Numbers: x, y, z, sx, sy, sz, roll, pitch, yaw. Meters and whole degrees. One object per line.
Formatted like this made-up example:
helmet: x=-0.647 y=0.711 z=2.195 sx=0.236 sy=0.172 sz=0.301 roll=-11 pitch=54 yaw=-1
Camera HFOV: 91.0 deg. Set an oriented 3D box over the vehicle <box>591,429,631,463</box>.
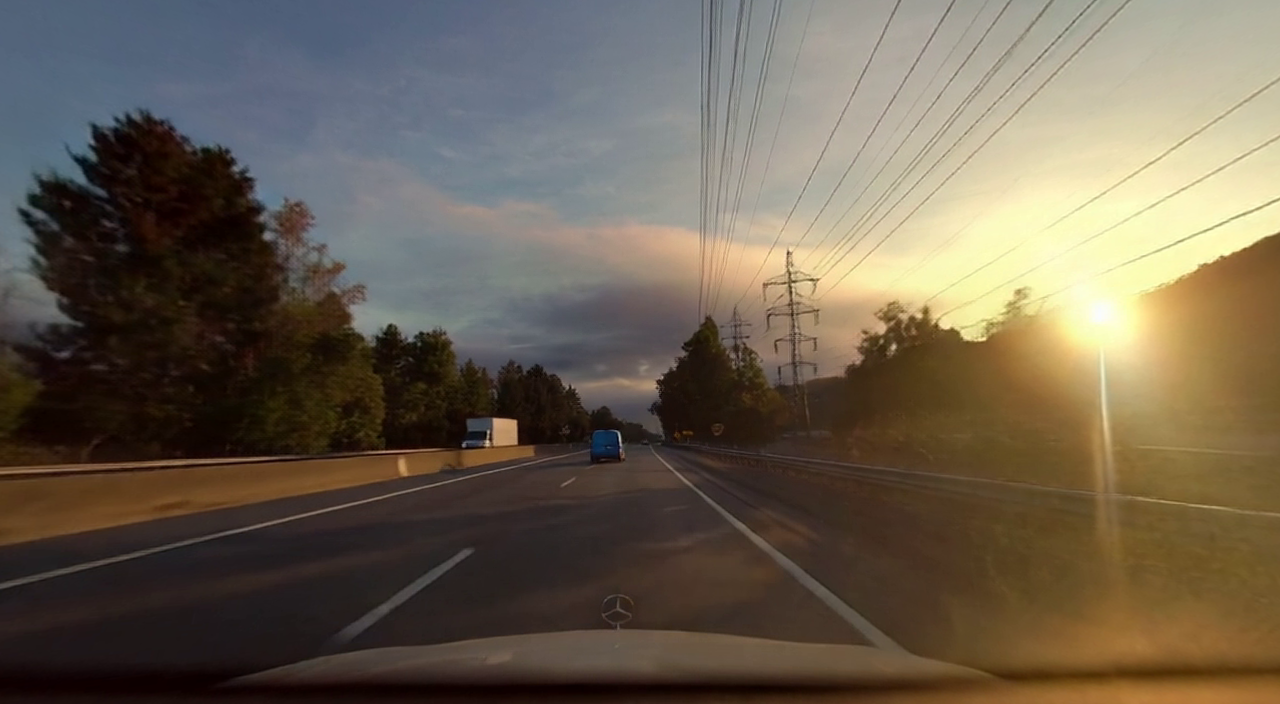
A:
vehicle: x=-1.647 y=5.478 z=36.868 sx=2.041 sy=1.856 sz=4.353 roll=0 pitch=-8 yaw=1
